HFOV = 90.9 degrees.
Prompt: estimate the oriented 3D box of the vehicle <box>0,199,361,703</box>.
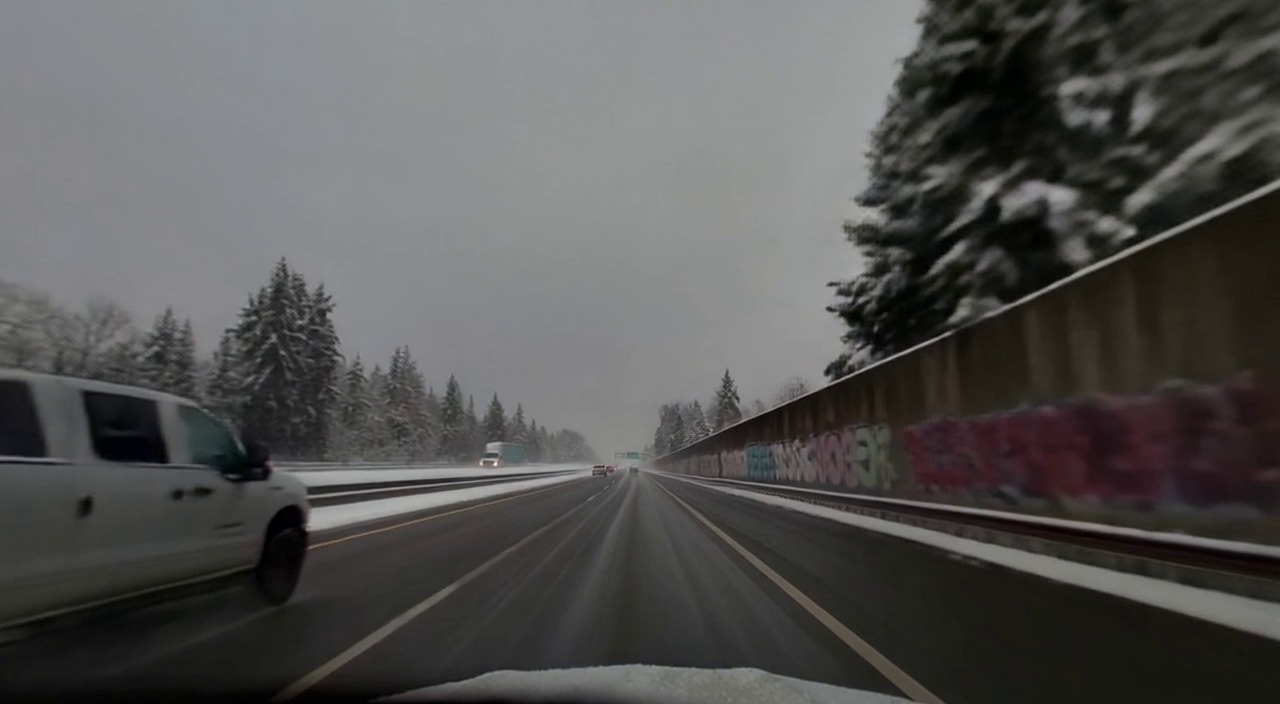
[{"bbox_3d":[-4.272,0.637,3.557,2.597,2.434,6.020,1,-11,0],"label":"vehicle"}]
